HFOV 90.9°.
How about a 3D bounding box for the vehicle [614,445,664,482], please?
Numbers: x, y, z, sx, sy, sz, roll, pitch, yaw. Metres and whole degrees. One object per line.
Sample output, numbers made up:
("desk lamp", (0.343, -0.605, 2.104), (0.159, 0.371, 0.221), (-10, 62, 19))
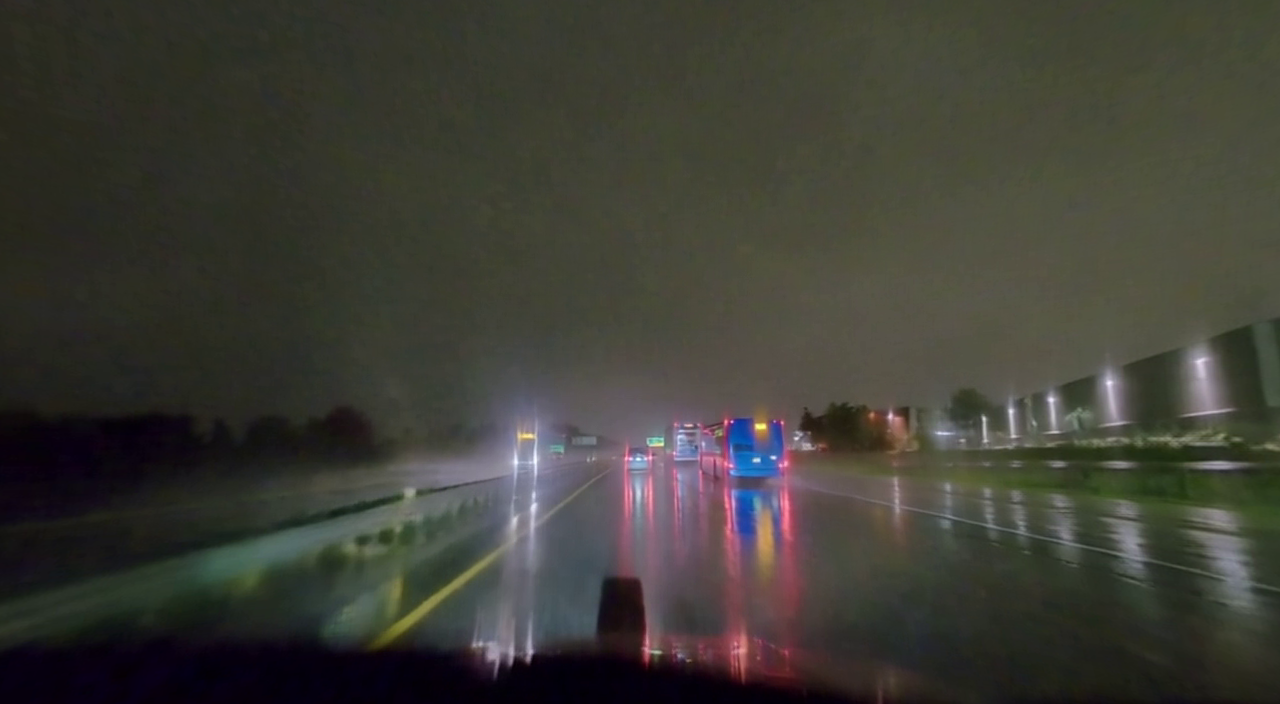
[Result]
("vehicle", (-0.085, 4.773, 27.177), (2.004, 1.449, 3.817), (0, -9, -1))

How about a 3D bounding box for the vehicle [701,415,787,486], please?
("vehicle", (4.065, 4.038, 25.943), (2.440, 2.555, 5.957), (0, -9, -1))
